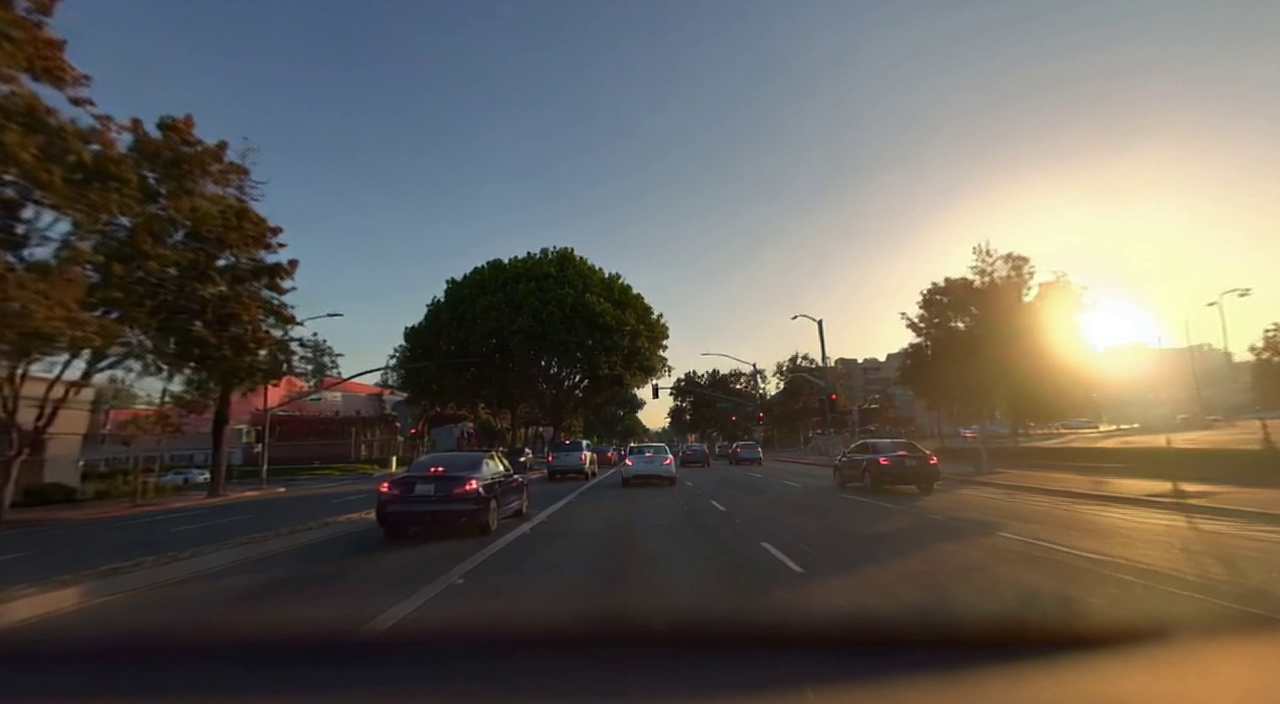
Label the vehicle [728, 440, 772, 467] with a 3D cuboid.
[{"bbox_3d":[7.279,6.765,42.176,2.044,1.701,4.397,0,-8,-1],"label":"vehicle"}]

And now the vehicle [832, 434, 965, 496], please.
[{"bbox_3d":[7.168,3.169,18.046,1.892,1.515,4.400,0,-8,-1],"label":"vehicle"}]

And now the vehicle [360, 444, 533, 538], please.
[{"bbox_3d":[-3.471,2.548,12.300,1.938,1.472,4.399,0,-8,0],"label":"vehicle"}]

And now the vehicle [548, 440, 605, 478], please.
[{"bbox_3d":[-2.979,5.136,30.494,2.219,1.699,4.090,-1,-8,1],"label":"vehicle"}]

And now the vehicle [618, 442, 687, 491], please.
[{"bbox_3d":[0.366,3.793,21.288,2.096,1.473,3.893,0,-8,0],"label":"vehicle"}]

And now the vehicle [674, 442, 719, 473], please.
[{"bbox_3d":[2.963,5.664,34.003,1.988,1.528,4.144,0,-8,-1],"label":"vehicle"}]
